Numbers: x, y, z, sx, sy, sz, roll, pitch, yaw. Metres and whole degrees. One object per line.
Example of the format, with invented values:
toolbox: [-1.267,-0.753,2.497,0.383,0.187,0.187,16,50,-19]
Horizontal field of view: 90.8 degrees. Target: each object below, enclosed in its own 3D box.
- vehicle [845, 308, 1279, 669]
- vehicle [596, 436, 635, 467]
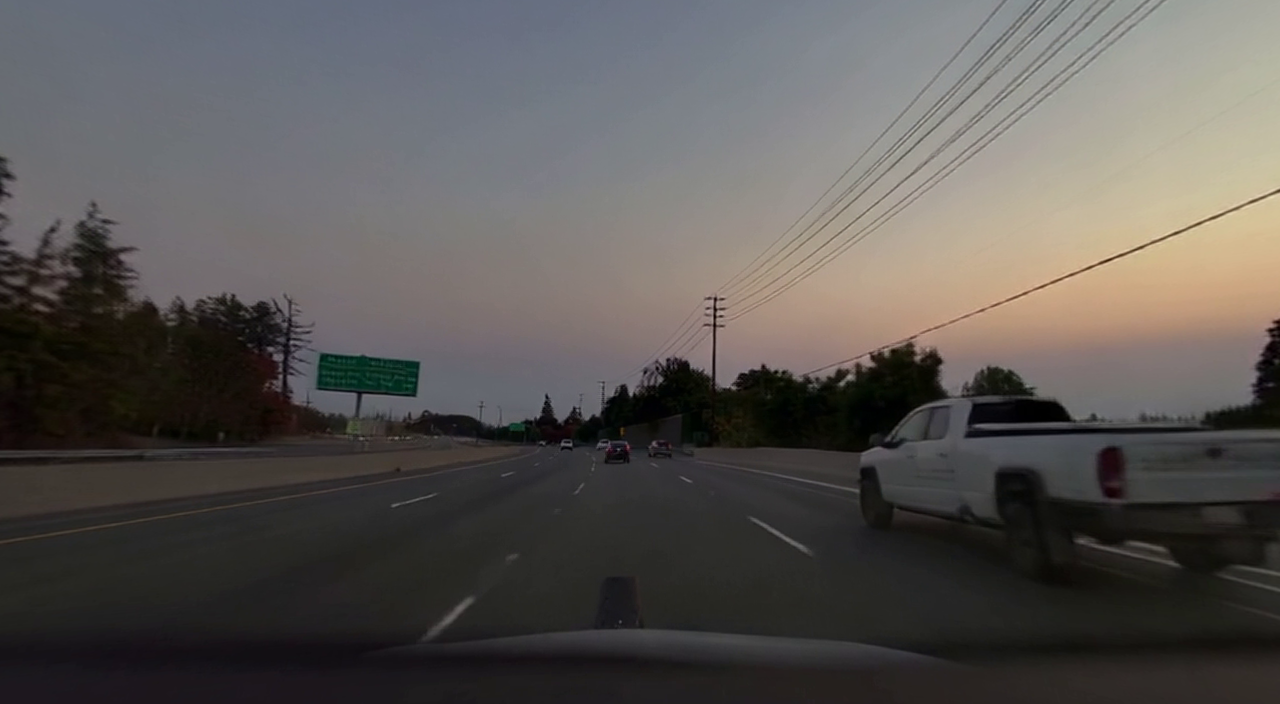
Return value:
vehicle: [4.446,1.170,6.609,2.504,2.033,5.979,0,-8,-1]
vehicle: [-1.518,5.913,37.645,2.188,1.714,3.921,0,-8,-4]
